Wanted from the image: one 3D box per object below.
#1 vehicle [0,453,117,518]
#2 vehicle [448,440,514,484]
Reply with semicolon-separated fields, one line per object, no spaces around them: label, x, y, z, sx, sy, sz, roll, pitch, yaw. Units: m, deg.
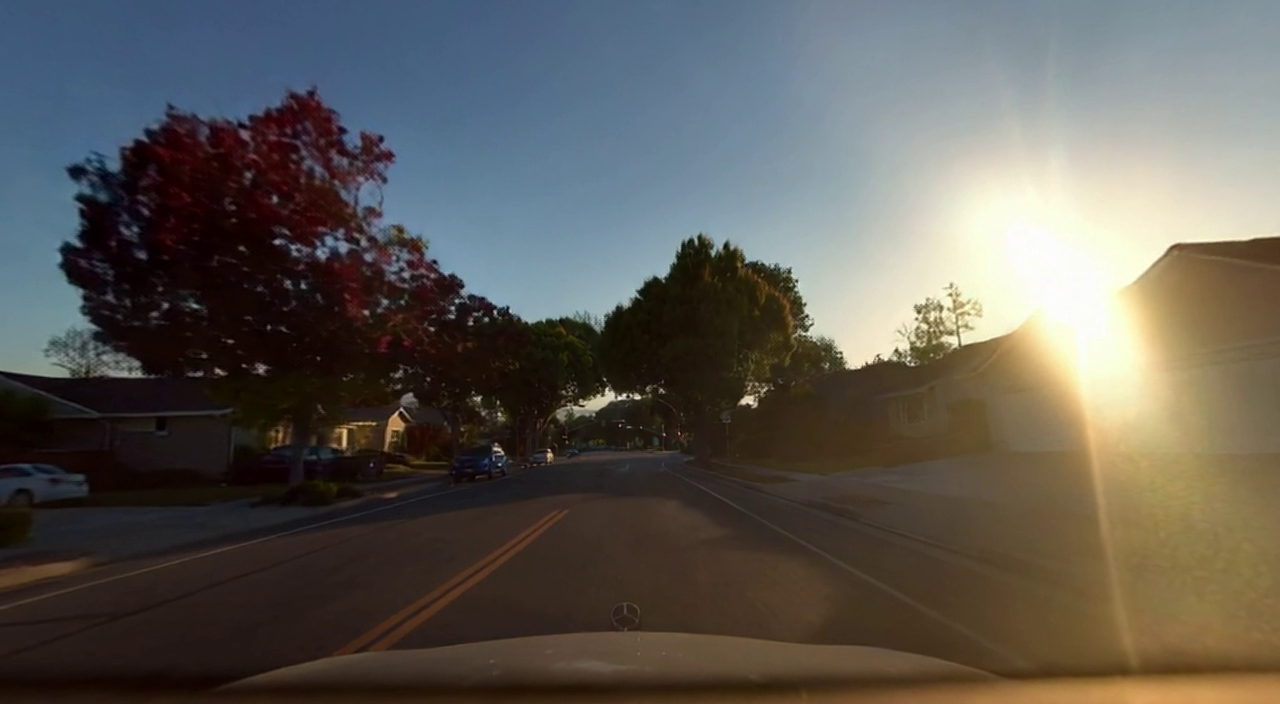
vehicle;-19.192;4.172;19.831;1.961;1.772;4.253;-4;-8;0
vehicle;-7.632;5.296;30.751;2.209;1.807;4.432;-4;-8;-3
